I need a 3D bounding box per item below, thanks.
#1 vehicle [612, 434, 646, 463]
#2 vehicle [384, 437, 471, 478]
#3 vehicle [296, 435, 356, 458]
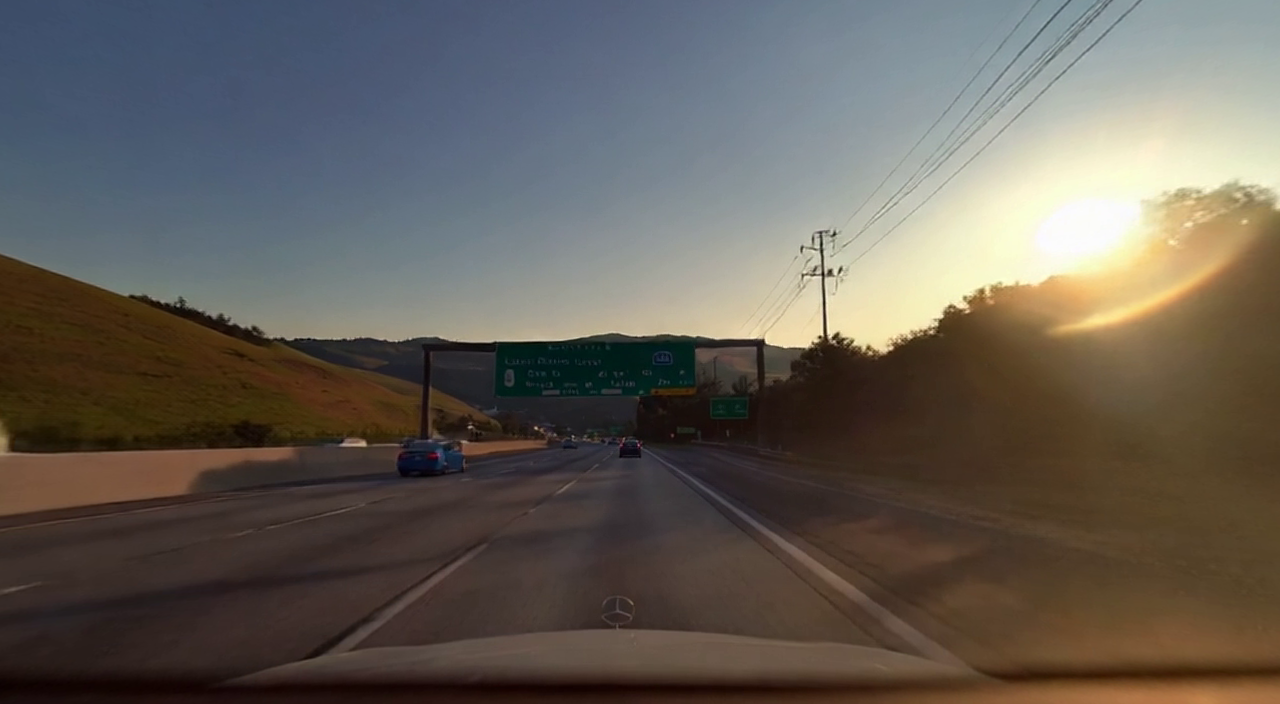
[{"bbox_3d":[-0.714,6.189,40.358,2.040,1.715,3.906,-1,-8,-1],"label":"vehicle"},{"bbox_3d":[-8.425,4.193,25.362,2.047,1.486,4.306,-1,-8,-1],"label":"vehicle"},{"bbox_3d":[-22.604,6.824,45.507,1.896,1.542,4.581,-1,-8,1],"label":"vehicle"}]
